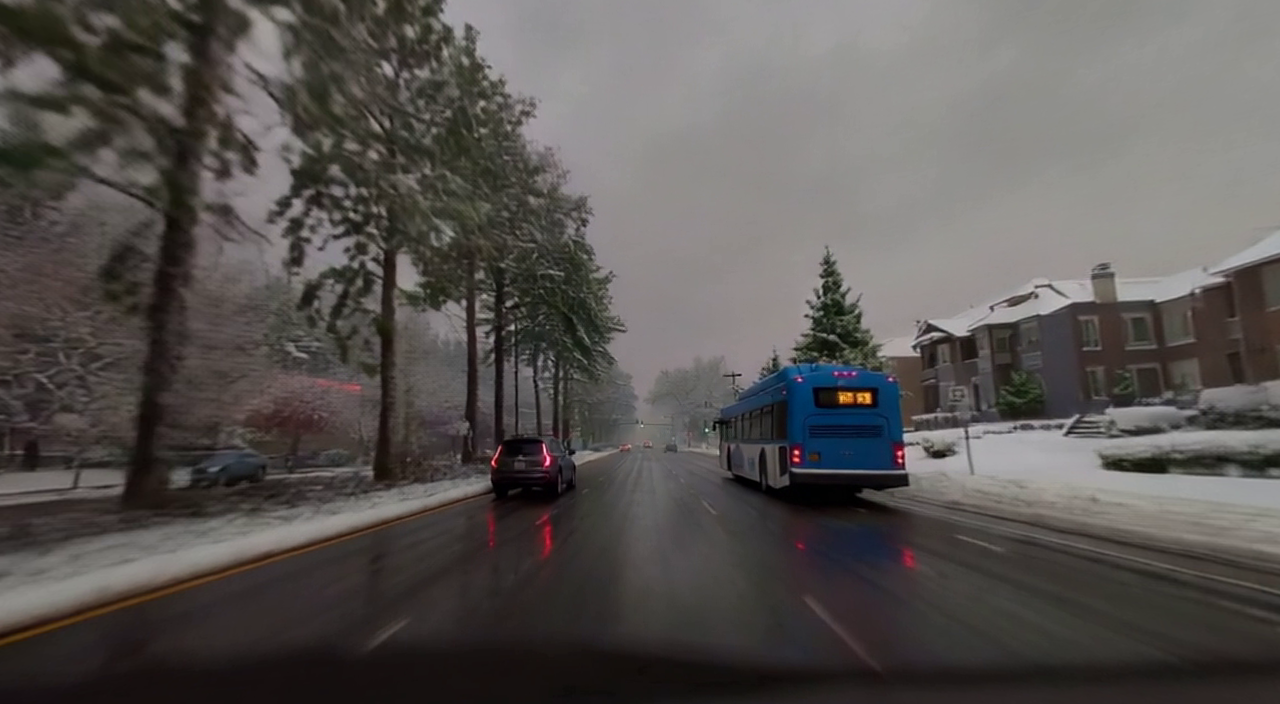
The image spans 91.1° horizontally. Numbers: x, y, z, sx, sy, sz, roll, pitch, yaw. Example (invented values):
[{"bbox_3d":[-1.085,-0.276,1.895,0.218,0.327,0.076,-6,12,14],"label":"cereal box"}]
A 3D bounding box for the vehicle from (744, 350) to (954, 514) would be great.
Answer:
[{"bbox_3d":[5.262,2.526,19.110,3.072,3.278,12.747,0,-8,5],"label":"vehicle"}]

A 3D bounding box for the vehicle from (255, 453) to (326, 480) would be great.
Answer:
[{"bbox_3d":[-22.050,7.229,39.865,1.797,1.481,4.750,1,-8,0],"label":"vehicle"}]

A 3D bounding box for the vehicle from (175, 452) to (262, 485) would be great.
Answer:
[{"bbox_3d":[-22.119,6.098,33.133,1.781,1.553,3.896,0,-8,2],"label":"vehicle"}]

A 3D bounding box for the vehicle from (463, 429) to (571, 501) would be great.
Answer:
[{"bbox_3d":[-3.352,3.183,18.105,2.111,1.767,4.333,0,-8,2],"label":"vehicle"}]
